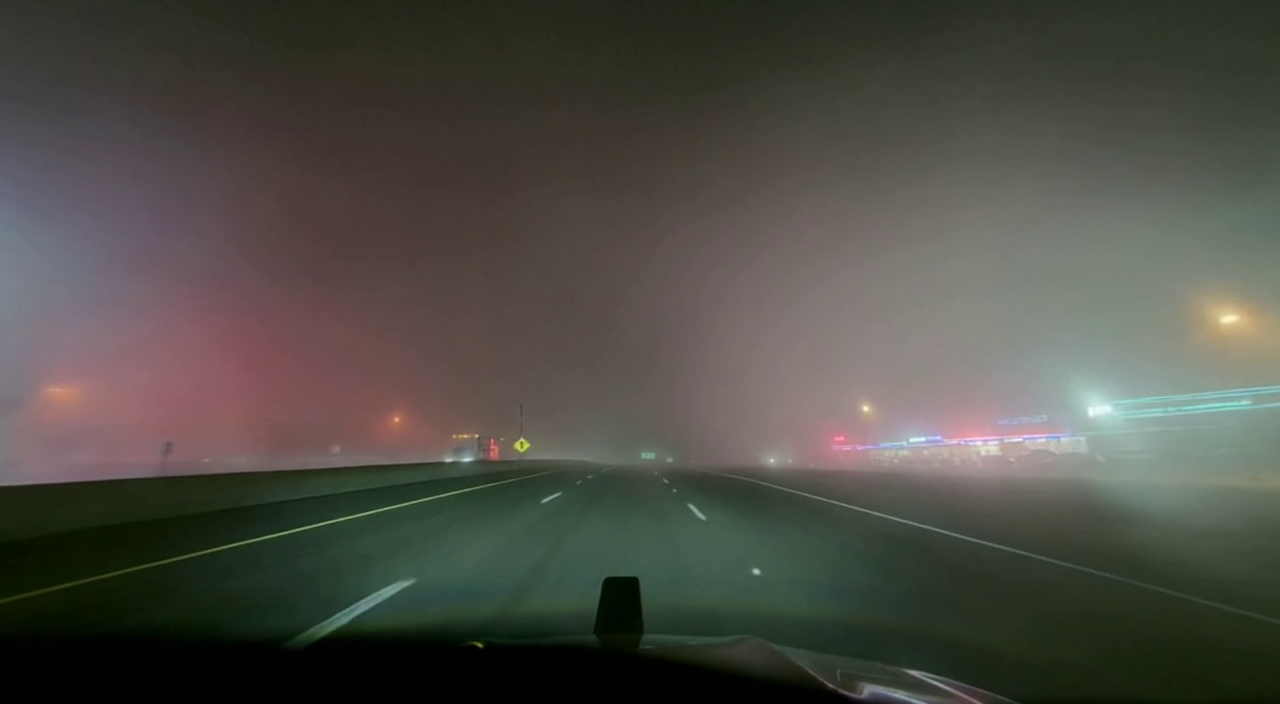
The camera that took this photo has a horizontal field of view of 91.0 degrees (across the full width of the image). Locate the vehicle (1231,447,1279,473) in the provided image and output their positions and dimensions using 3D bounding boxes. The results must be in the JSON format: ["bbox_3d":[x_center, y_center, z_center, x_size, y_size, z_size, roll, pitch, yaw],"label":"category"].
[{"bbox_3d":[48.994,8.478,49.680,4.921,1.874,2.253,6,-11,-35],"label":"vehicle"}]
